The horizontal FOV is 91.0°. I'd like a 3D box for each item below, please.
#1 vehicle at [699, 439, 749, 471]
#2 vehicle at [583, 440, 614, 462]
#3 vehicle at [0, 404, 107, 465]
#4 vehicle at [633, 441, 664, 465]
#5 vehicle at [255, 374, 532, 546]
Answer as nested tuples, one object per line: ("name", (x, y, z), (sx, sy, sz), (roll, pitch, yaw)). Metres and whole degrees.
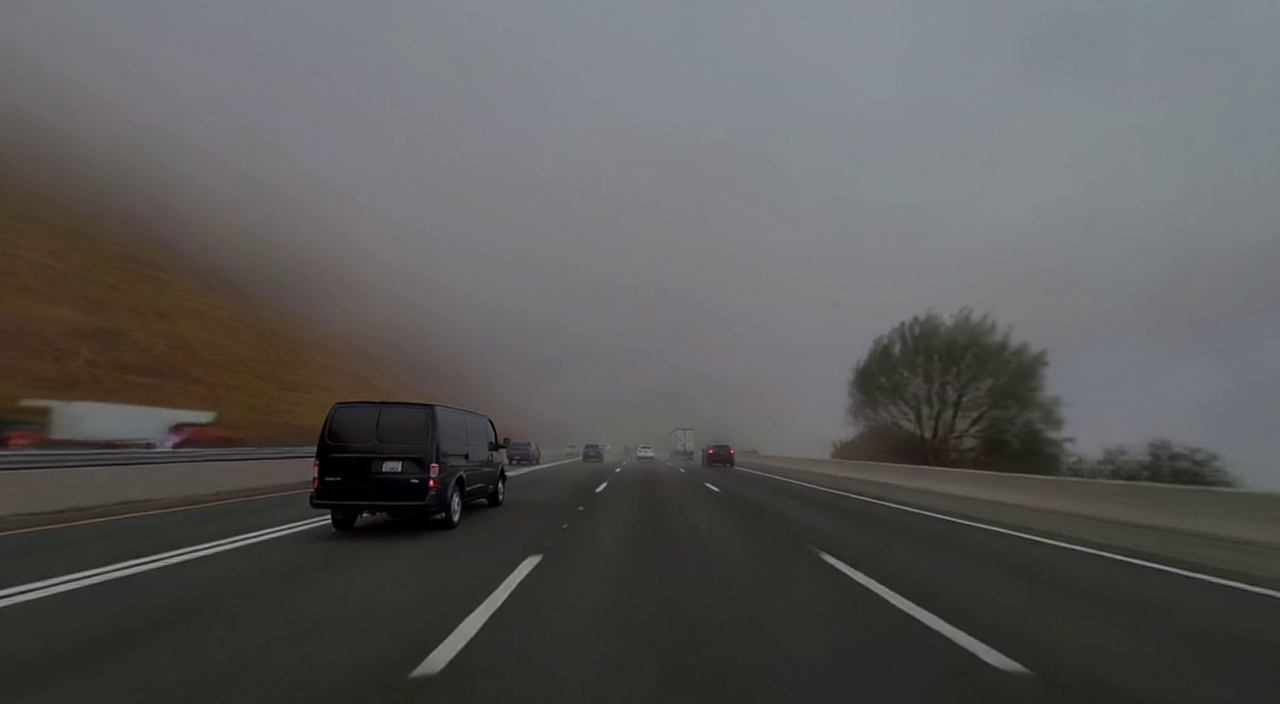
("vehicle", (4.503, 5.609, 34.409), (2.051, 1.598, 4.145), (0, -9, -1))
("vehicle", (-3.154, 7.615, 48.577), (2.138, 1.581, 4.340), (0, -9, 0))
("vehicle", (-42.461, 5.678, 42.792), (3.278, 3.863, 10.251), (0, -9, 1))
("vehicle", (0.560, 6.785, 42.437), (2.014, 1.543, 3.804), (0, -9, 0))
("vehicle", (-3.659, 1.815, 11.013), (2.421, 2.203, 5.775), (0, -9, 1))
